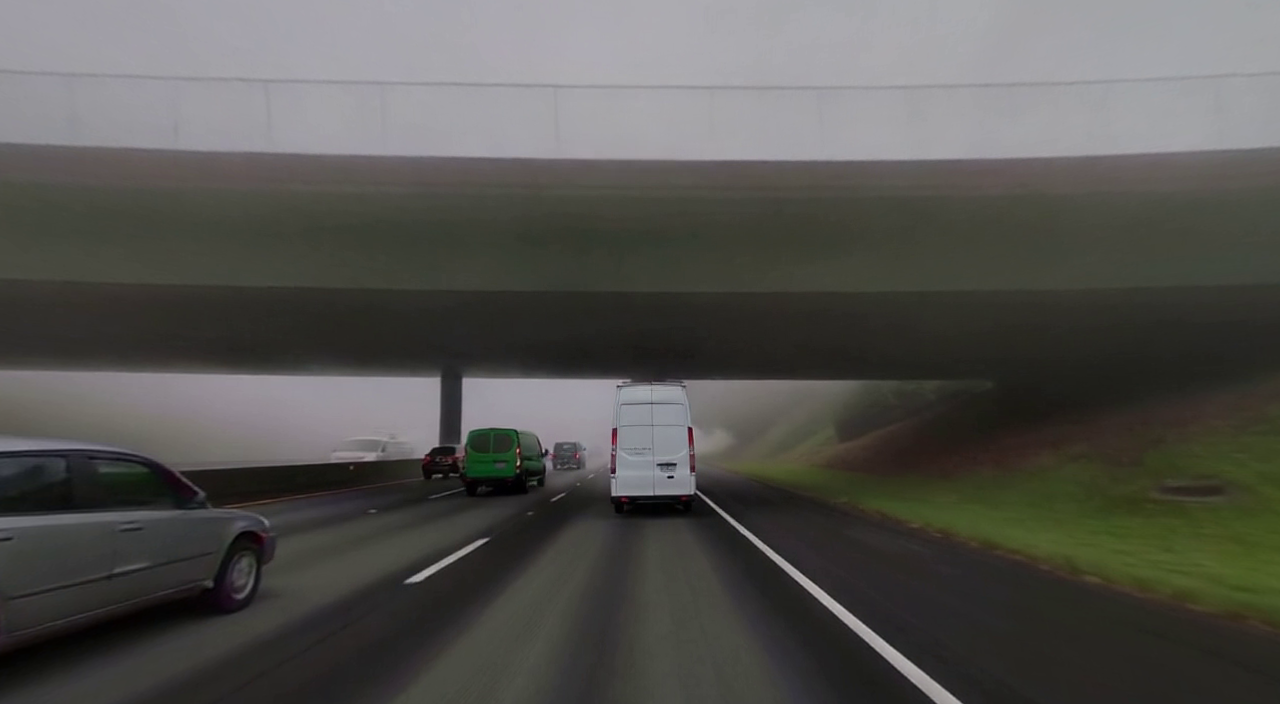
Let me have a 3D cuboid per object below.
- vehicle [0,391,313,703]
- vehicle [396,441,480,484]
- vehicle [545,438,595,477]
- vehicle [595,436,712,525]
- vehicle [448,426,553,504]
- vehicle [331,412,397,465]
[{"bbox_3d":[-3.803,1.091,3.664,1.845,1.554,3.565,0,-9,0],"label":"vehicle"},{"bbox_3d":[-8.373,4.613,26.554,2.093,1.675,4.233,0,-9,0],"label":"vehicle"},{"bbox_3d":[-3.517,5.431,32.488,2.068,1.862,4.234,0,-9,1],"label":"vehicle"},{"bbox_3d":[0.220,2.479,12.559,1.991,1.507,3.391,0,-9,0],"label":"vehicle"},{"bbox_3d":[-3.679,3.073,17.416,1.951,1.882,3.979,0,-9,0],"label":"vehicle"},{"bbox_3d":[-18.882,5.956,43.315,2.996,3.451,2.930,0,-9,1],"label":"vehicle"}]
